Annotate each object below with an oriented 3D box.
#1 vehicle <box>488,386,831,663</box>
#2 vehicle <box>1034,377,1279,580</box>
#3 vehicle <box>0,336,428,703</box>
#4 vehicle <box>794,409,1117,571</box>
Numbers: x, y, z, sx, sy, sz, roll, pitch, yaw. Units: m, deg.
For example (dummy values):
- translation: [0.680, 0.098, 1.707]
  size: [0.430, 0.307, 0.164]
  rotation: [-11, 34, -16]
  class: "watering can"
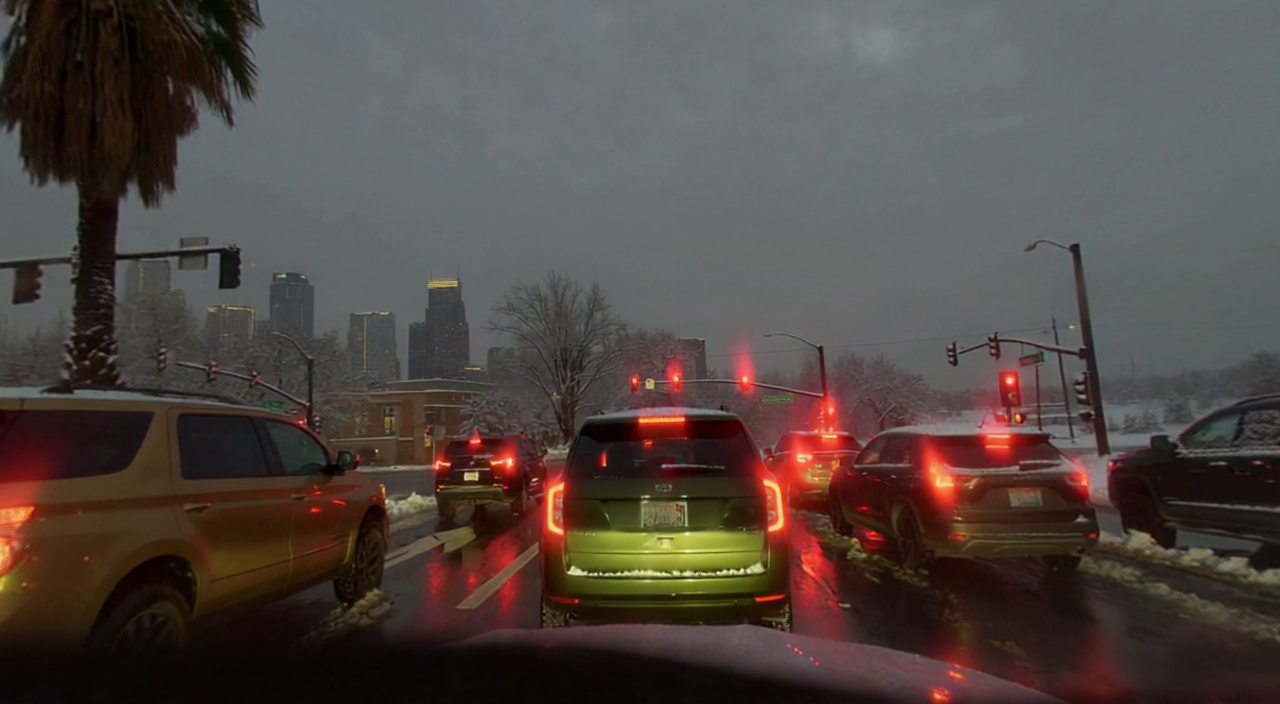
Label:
- translation: [0.151, 1.374, 6.043]
  size: [2.123, 1.704, 4.128]
  rotation: [0, -9, 1]
  class: "vehicle"
- translation: [7.313, 1.337, 6.857]
  size: [2.337, 1.925, 5.728]
  rotation: [0, -8, 1]
  class: "vehicle"
- translation: [-3.182, 1.086, 3.904]
  size: [2.171, 1.702, 4.416]
  rotation: [0, -9, 0]
  class: "vehicle"
- translation: [3.989, 1.854, 9.307]
  size: [2.072, 1.704, 5.170]
  rotation: [0, -9, 0]
  class: "vehicle"
